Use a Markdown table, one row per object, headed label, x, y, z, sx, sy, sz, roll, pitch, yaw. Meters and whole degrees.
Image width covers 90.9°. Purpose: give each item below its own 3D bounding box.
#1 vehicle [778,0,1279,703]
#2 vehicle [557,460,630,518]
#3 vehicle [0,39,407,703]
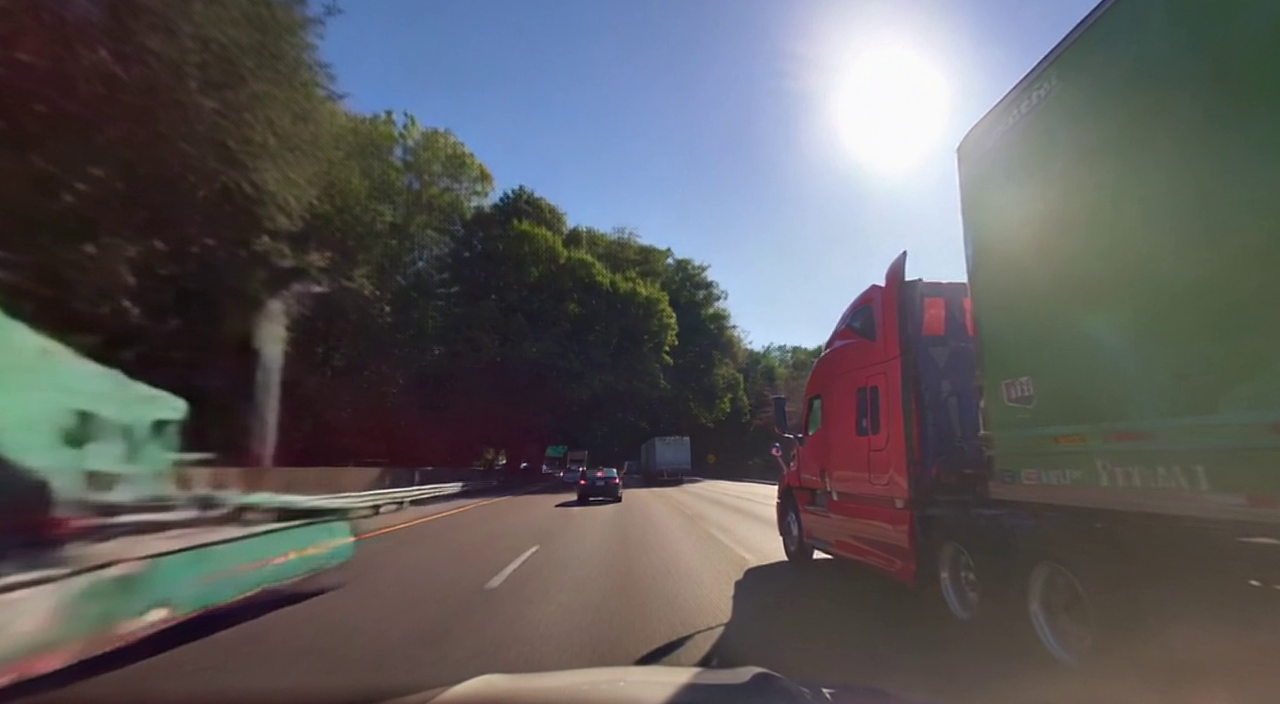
| label | x | y | z | sx | sy | sz | roll | pitch | yaw |
| --- | --- | --- | --- | --- | --- | --- | --- | --- | --- |
| vehicle | 3.867 | 0.059 | 3.322 | 2.856 | 4.040 | 14.009 | 1 | -10 | -1 |
| vehicle | -1.332 | 4.253 | 19.939 | 2.010 | 1.580 | 4.949 | 1 | -10 | -1 |
| vehicle | -4.819 | 0.461 | 5.140 | 2.905 | 3.400 | 8.002 | 1 | -10 | -2 |
